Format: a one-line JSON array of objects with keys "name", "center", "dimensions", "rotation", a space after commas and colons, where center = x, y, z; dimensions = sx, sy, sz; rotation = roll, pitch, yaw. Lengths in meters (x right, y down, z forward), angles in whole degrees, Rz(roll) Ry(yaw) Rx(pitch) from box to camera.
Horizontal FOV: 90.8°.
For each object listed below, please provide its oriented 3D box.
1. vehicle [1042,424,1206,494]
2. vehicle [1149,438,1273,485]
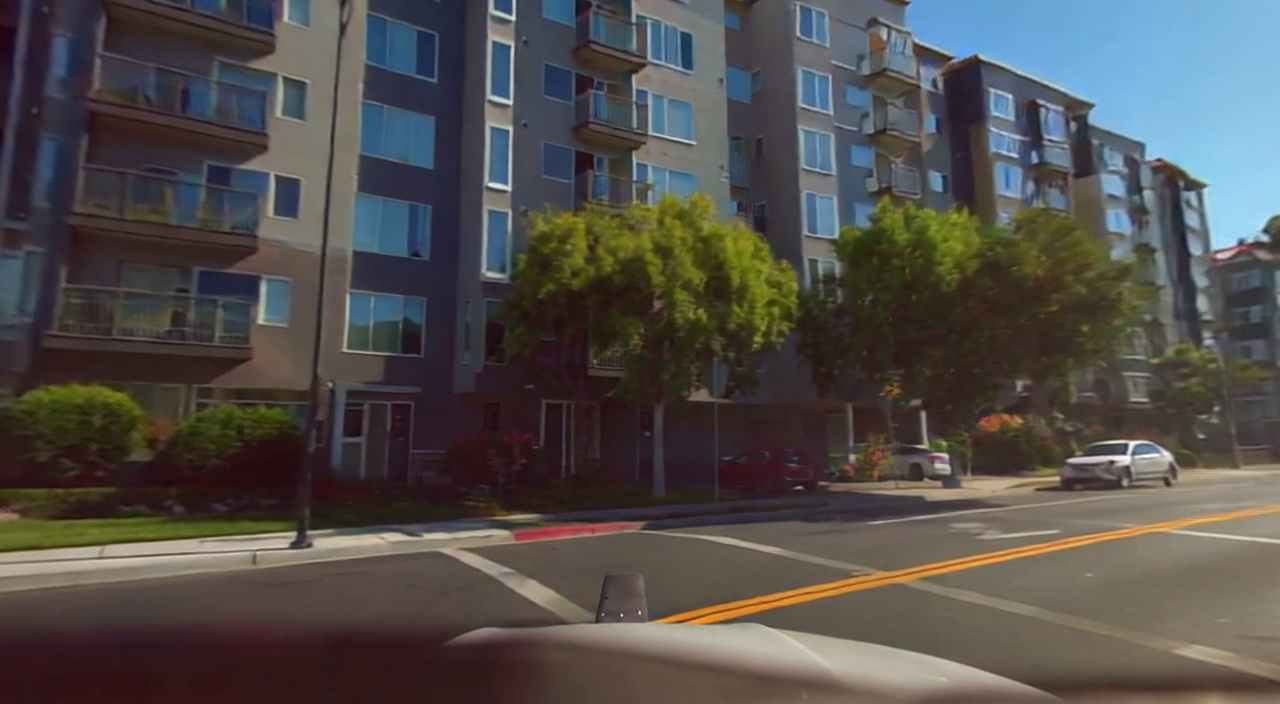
[{"name": "vehicle", "center": [14.185, 3.071, 18.493], "dimensions": [4.619, 1.817, 1.993], "rotation": [4, -10, -29]}, {"name": "vehicle", "center": [19.423, 3.666, 21.452], "dimensions": [4.313, 1.462, 1.789], "rotation": [5, -10, -30]}]
